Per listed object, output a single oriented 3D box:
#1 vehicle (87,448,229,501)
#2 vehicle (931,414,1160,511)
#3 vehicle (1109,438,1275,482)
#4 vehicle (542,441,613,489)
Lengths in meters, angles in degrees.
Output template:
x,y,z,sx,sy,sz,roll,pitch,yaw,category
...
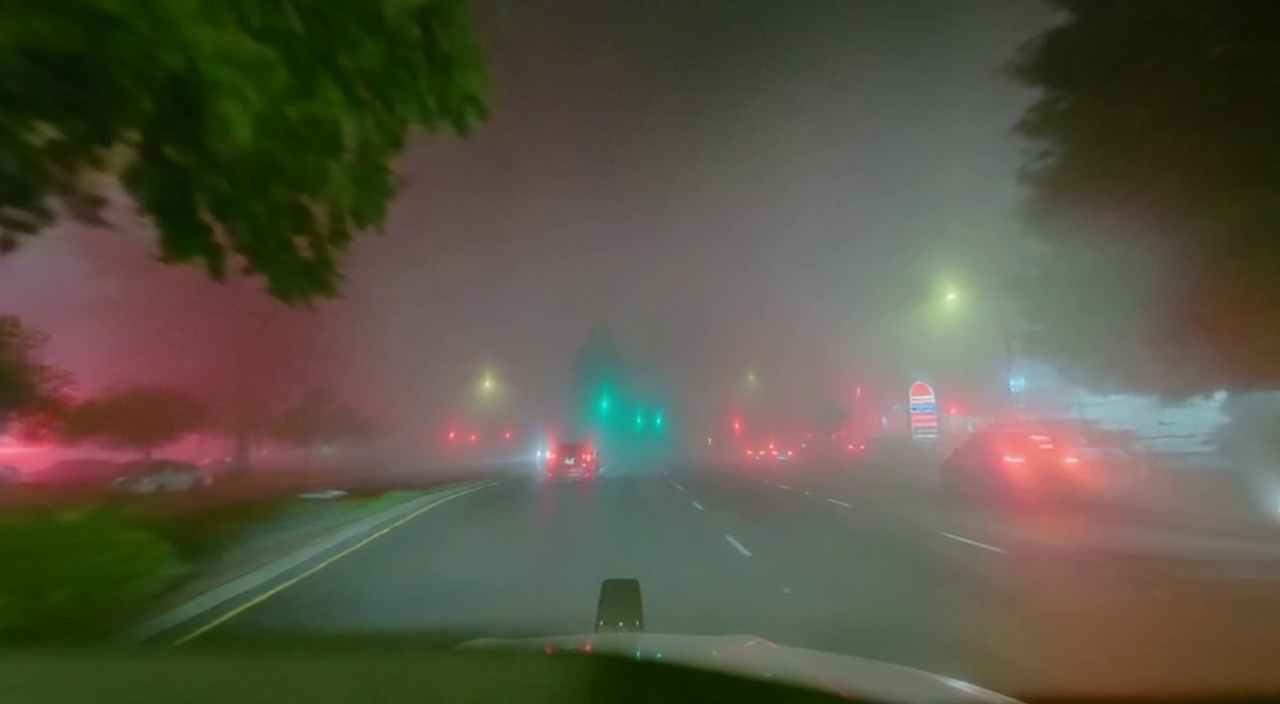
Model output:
x,y,z,sx,sy,sz,roll,pitch,yaw,category
-18.909,4.770,25.140,2.027,1.831,4.644,0,-8,-1,vehicle
10.350,2.873,16.971,2.266,2.118,5.742,0,-8,-1,vehicle
19.616,3.825,22.763,4.212,1.436,1.919,-6,-10,34,vehicle
-2.041,3.778,21.518,2.185,1.473,3.925,0,-8,-4,vehicle
